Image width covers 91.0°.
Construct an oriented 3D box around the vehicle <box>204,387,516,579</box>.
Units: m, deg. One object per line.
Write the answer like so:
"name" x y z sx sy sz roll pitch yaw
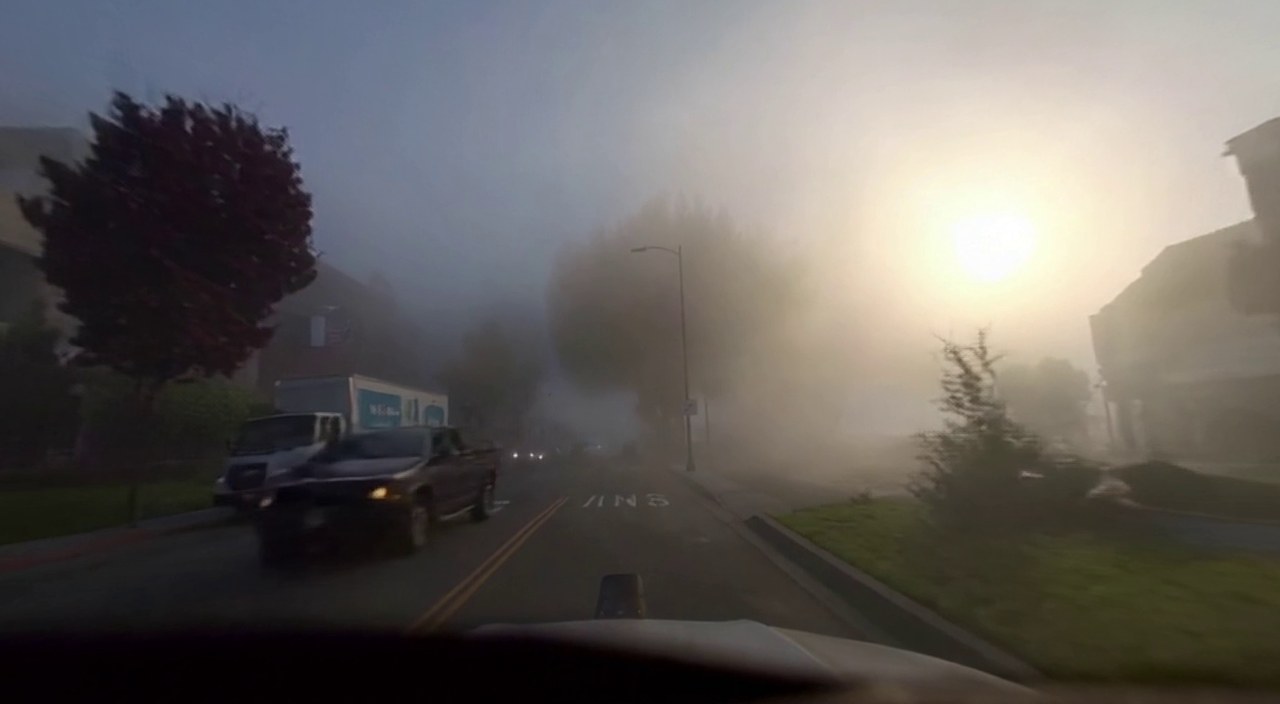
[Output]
"vehicle" -3.188 1.614 8.528 2.118 1.864 4.640 0 -8 -1
